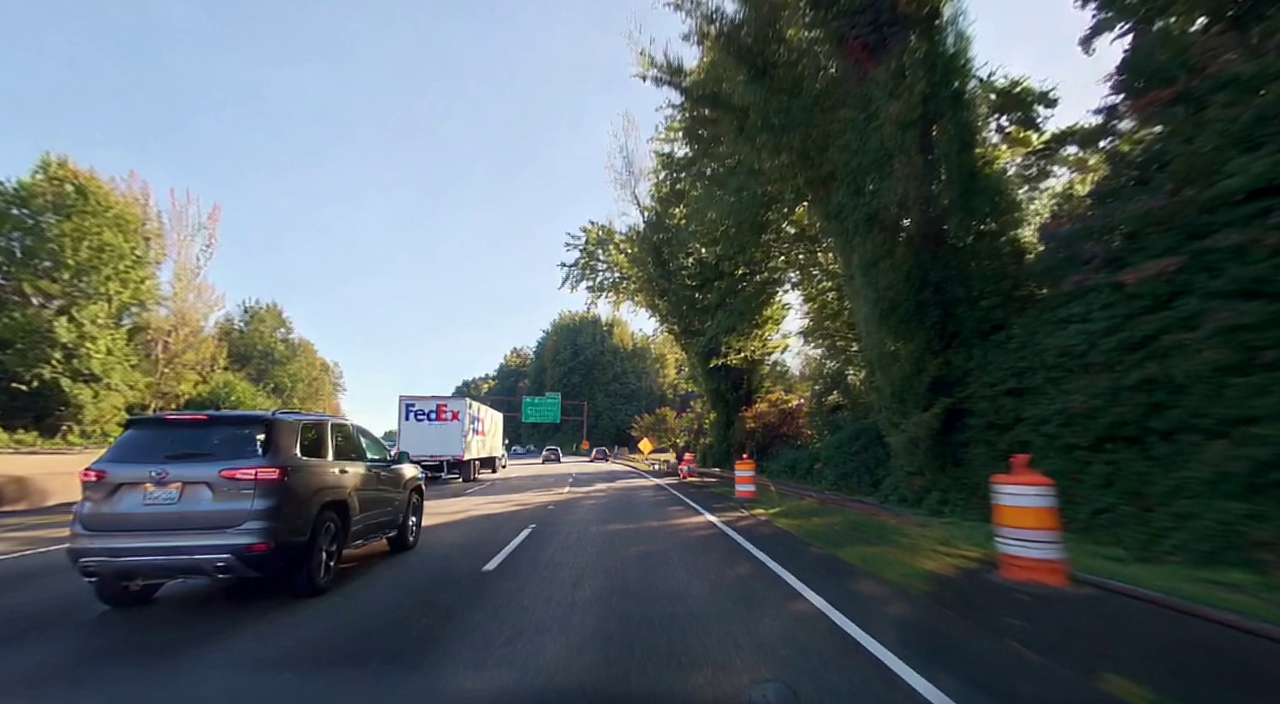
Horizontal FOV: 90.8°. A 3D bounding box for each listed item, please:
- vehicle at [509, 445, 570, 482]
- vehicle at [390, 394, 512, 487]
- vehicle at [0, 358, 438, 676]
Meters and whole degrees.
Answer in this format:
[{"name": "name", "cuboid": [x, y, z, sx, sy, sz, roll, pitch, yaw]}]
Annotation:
[{"name": "vehicle", "cuboid": [-4.352, 4.906, 28.029, 2.192, 1.478, 4.591, 0, -9, -3]}, {"name": "vehicle", "cuboid": [-7.565, 3.784, 26.764, 2.870, 3.266, 8.589, 0, -9, -3]}, {"name": "vehicle", "cuboid": [-3.796, 1.319, 6.140, 2.170, 1.886, 4.628, 0, -9, -1]}]
